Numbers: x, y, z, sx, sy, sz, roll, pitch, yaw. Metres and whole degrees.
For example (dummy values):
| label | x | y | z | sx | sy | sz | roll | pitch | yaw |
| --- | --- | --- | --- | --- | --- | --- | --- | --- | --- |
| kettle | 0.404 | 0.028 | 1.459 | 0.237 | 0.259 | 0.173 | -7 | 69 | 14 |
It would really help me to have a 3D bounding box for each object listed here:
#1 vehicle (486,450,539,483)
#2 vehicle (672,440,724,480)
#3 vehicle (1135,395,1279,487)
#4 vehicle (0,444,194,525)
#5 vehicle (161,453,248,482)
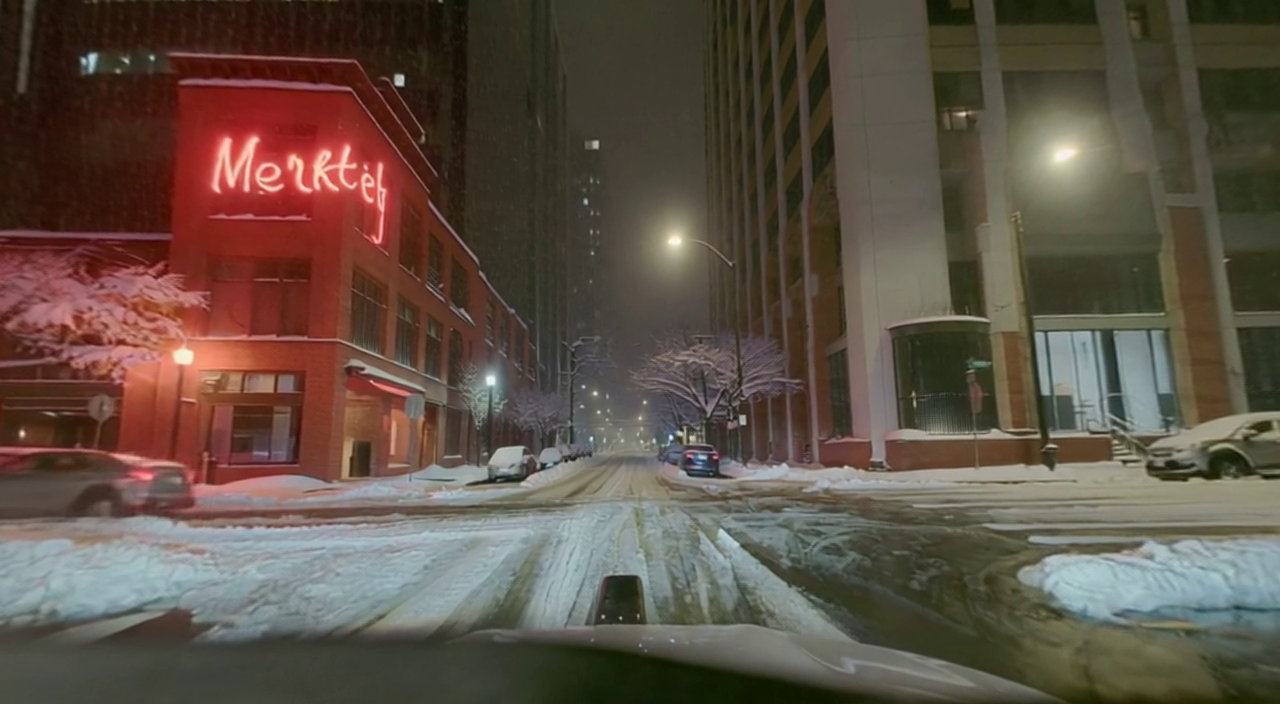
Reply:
| label | x | y | z | sx | sy | sz | roll | pitch | yaw |
| --- | --- | --- | --- | --- | --- | --- | --- | --- | --- |
| vehicle | -6.024 | 5.432 | 30.248 | 1.864 | 1.447 | 3.887 | 0 | -9 | -2 |
| vehicle | 2.580 | 4.932 | 29.125 | 1.917 | 1.680 | 4.500 | 0 | -9 | 0 |
| vehicle | 18.663 | 2.670 | 19.027 | 5.384 | 2.586 | 2.358 | 0 | -9 | 0 |
| vehicle | -12.347 | 2.624 | 12.820 | 4.877 | 1.482 | 2.041 | 1 | -9 | -6 |
| vehicle | -24.384 | 6.460 | 35.469 | 3.618 | 1.412 | 1.587 | -1 | -9 | -7 |
